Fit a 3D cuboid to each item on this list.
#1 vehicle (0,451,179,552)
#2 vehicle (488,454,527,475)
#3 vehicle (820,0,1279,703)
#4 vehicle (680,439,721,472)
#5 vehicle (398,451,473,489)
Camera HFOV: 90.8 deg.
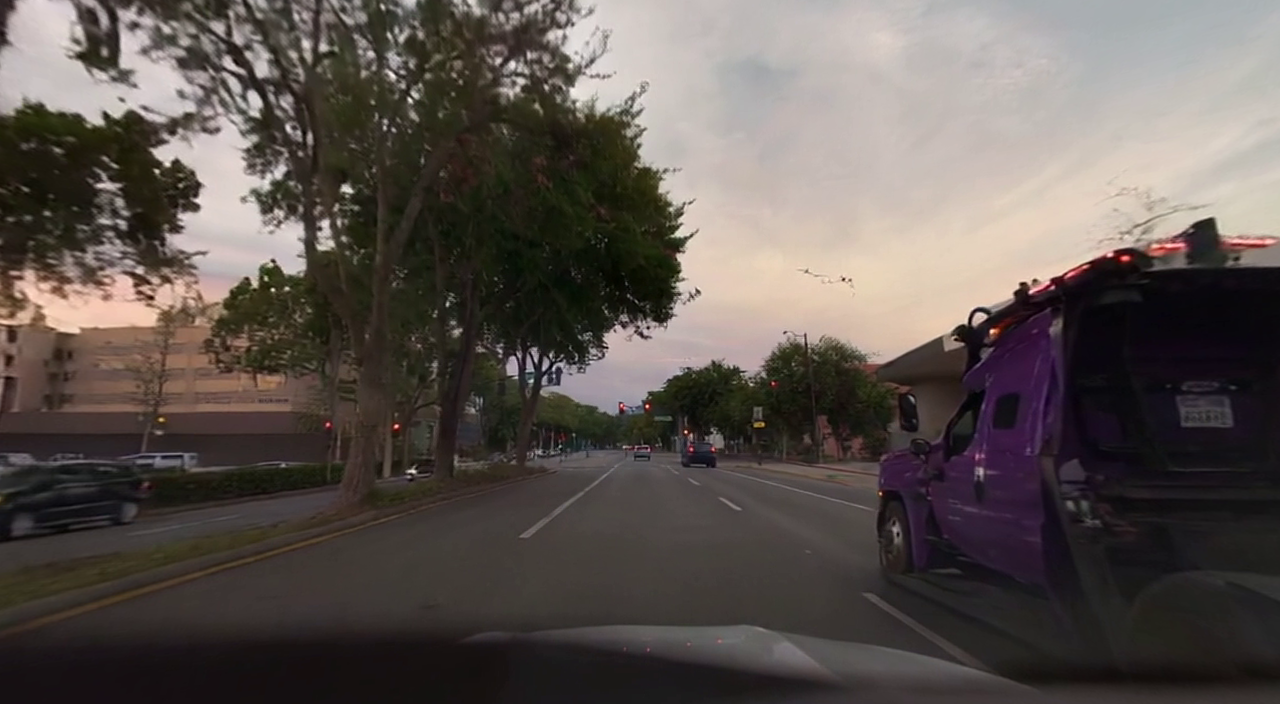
[{"bbox_3d":[-13.719,3.337,14.894,2.140,1.961,4.641,0,-9,0],"label":"vehicle"},{"bbox_3d":[-9.521,8.129,45.730,1.849,1.391,4.045,0,-9,1],"label":"vehicle"},{"bbox_3d":[3.627,0.357,4.071,2.867,3.402,7.137,0,-9,1],"label":"vehicle"},{"bbox_3d":[3.786,6.611,40.517,2.099,1.936,4.575,0,-9,-1],"label":"vehicle"},{"bbox_3d":[-10.089,5.837,31.617,2.152,1.748,4.577,0,-9,1],"label":"vehicle"}]
